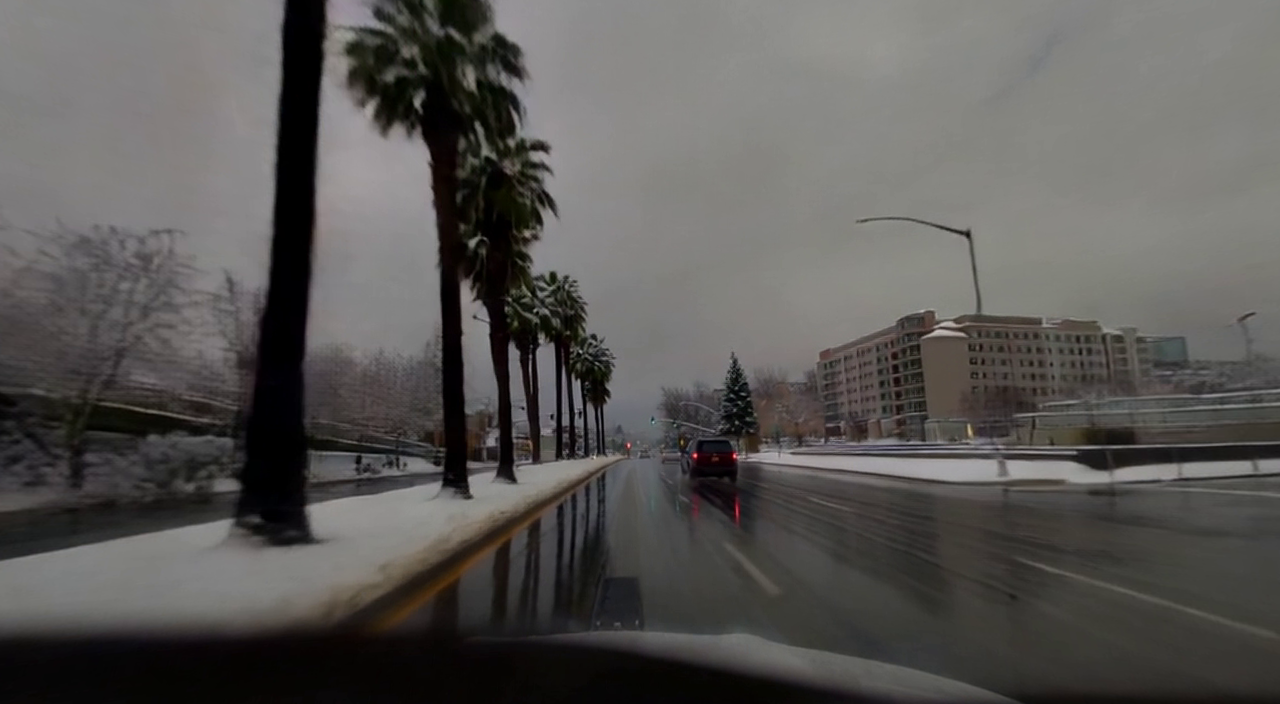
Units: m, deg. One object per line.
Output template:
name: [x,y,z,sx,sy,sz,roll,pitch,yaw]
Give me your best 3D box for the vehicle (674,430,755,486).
vehicle: [2.856,4.298,25.858,2.559,2.017,5.562,0,-9,-1]
